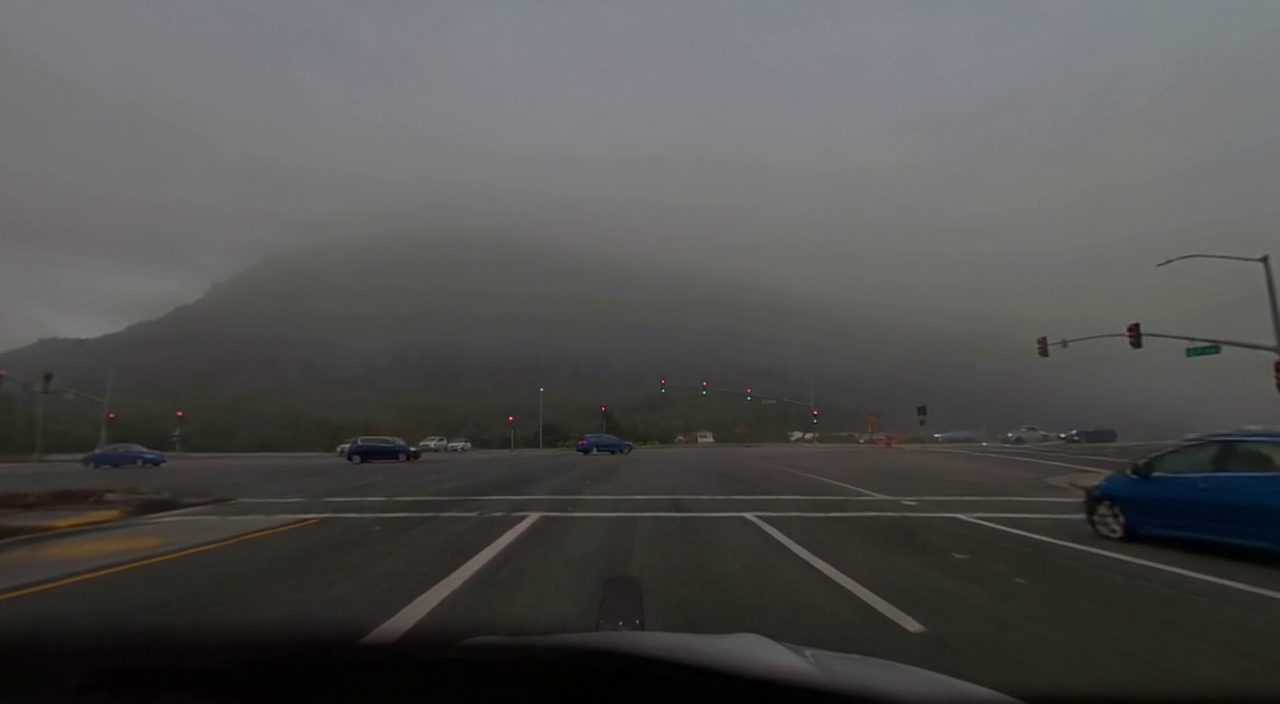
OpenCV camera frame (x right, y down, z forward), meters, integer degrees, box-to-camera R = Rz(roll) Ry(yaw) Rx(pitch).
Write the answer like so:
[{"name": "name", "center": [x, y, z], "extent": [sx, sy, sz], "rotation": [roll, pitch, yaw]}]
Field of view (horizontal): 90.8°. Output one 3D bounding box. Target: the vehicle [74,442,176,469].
[{"name": "vehicle", "center": [-30.688, 6.155, 37.732], "extent": [4.218, 1.542, 2.044], "rotation": [0, -8, -2]}]

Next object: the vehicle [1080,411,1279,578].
[{"name": "vehicle", "center": [7.023, 1.395, 6.302], "extent": [1.899, 1.570, 4.666], "rotation": [0, -8, 0]}]

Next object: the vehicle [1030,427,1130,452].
[{"name": "vehicle", "center": [27.531, 5.499, 39.646], "extent": [4.778, 1.495, 1.959], "rotation": [0, -8, -1]}]

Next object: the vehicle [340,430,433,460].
[{"name": "vehicle", "center": [-16.064, 5.941, 40.354], "extent": [5.228, 1.805, 2.246], "rotation": [2, -9, -15]}]

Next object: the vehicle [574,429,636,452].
[{"name": "vehicle", "center": [-2.677, 6.882, 48.917], "extent": [4.547, 1.713, 2.020], "rotation": [7, -11, -41]}]

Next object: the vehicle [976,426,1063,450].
[{"name": "vehicle", "center": [28.222, 6.412, 47.044], "extent": [5.100, 1.680, 2.055], "rotation": [0, -8, 1]}]
